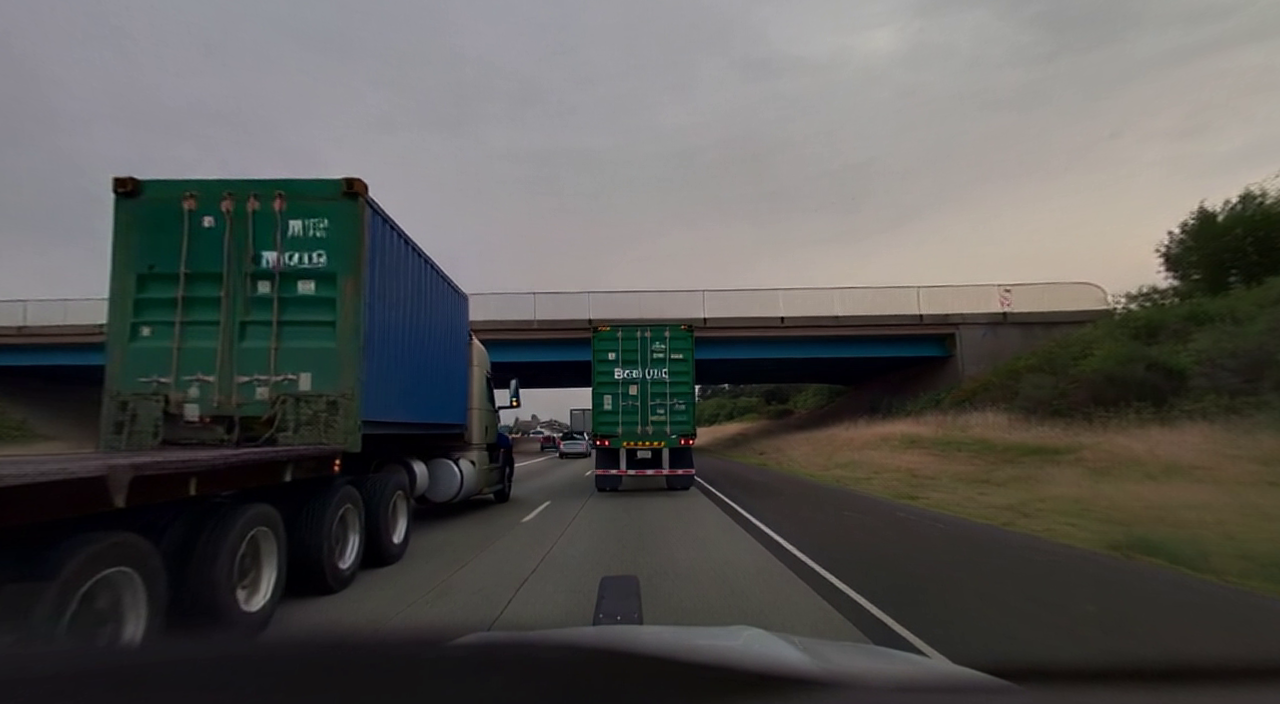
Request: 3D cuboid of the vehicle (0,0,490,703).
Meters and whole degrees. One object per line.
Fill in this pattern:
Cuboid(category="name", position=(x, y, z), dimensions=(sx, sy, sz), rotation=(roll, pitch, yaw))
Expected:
Cuboid(category="vehicle", position=(-3.697, -0.402, 2.322), dimensions=(2.873, 4.198, 13.317), rotation=(-1, -8, 1))

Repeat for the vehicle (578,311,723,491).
Cuboid(category="vehicle", position=(0.193, 1.666, 18.664), dimensions=(3.357, 4.212, 7.519), rotation=(0, -8, -1))
